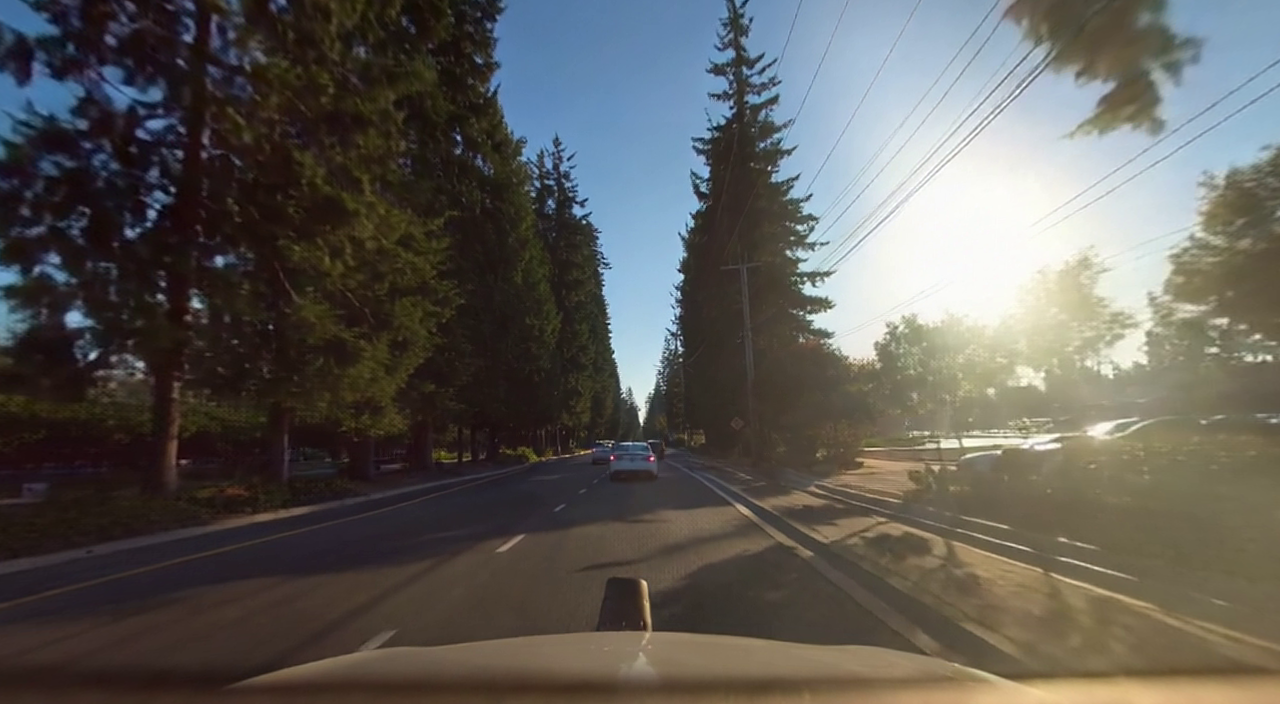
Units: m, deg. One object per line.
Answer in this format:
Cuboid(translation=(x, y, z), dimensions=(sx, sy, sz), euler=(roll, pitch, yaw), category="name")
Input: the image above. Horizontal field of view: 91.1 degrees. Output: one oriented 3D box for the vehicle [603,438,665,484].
Cuboid(translation=(-0.202, 3.828, 22.366), dimensions=(1.991, 1.463, 3.988), euler=(0, -8, 0), category="vehicle")
